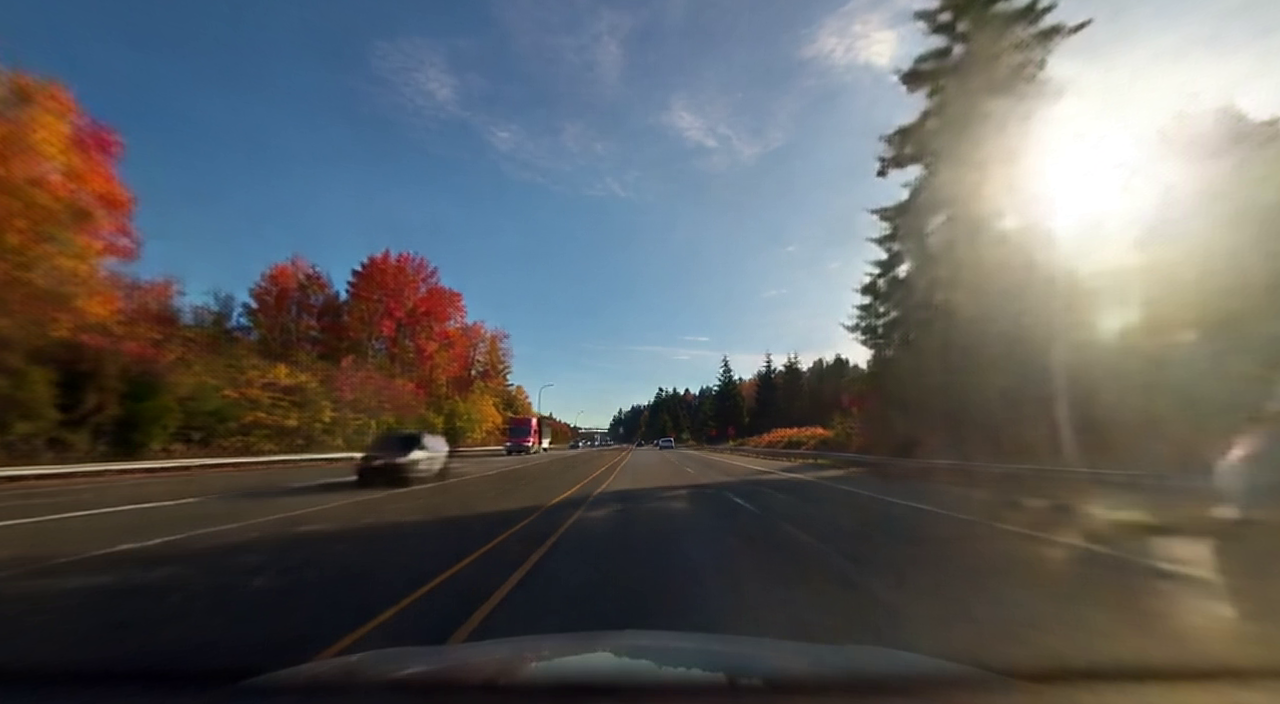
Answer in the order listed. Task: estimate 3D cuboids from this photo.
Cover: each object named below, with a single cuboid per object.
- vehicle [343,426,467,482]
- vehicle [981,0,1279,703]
[{"bbox_3d":[-7.490,3.306,20.694,2.112,1.626,4.815,0,-8,1],"label":"vehicle"},{"bbox_3d":[4.060,-0.476,1.088,3.057,4.041,6.788,0,-8,1],"label":"vehicle"}]
